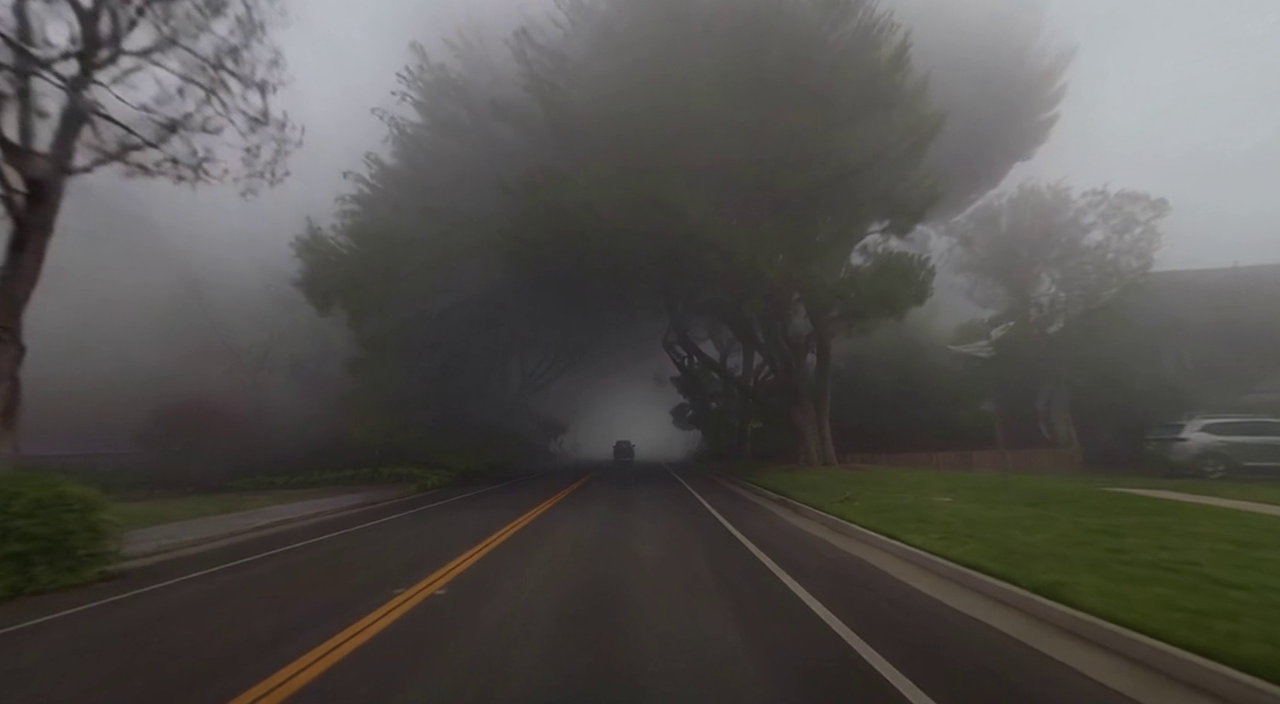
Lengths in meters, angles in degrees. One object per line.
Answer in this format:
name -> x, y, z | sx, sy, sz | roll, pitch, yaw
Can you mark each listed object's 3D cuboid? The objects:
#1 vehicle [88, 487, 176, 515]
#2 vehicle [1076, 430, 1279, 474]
vehicle -> -29.385, 8.612, 36.589 | 3.675, 1.432, 1.636 | -1, -9, 3
vehicle -> 14.558, 2.725, 17.335 | 1.987, 1.039, 4.499 | 0, -9, 0
